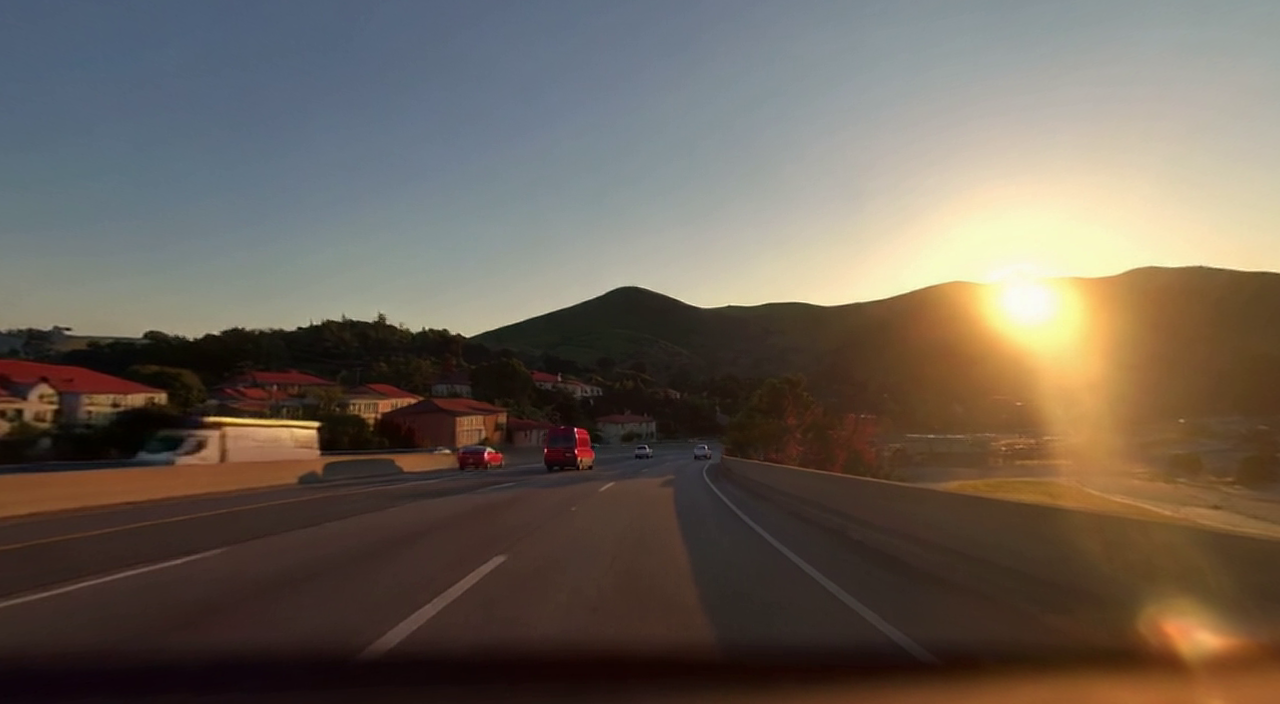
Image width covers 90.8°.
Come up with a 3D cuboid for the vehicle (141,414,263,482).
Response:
[{"bbox_3d":[-28.328,6.280,41.297,3.004,4.015,6.271,-1,-9,4],"label":"vehicle"}]

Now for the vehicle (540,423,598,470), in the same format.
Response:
[{"bbox_3d":[-4.351,6.046,40.245,2.314,2.703,6.441,-1,-9,6],"label":"vehicle"}]

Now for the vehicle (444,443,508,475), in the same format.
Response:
[{"bbox_3d":[-8.471,5.561,33.093,1.821,1.524,4.342,-1,-9,6],"label":"vehicle"}]

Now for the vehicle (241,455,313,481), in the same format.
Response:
[{"bbox_3d":[-23.631,7.558,41.358,1.840,1.530,4.453,-1,-9,4],"label":"vehicle"}]
